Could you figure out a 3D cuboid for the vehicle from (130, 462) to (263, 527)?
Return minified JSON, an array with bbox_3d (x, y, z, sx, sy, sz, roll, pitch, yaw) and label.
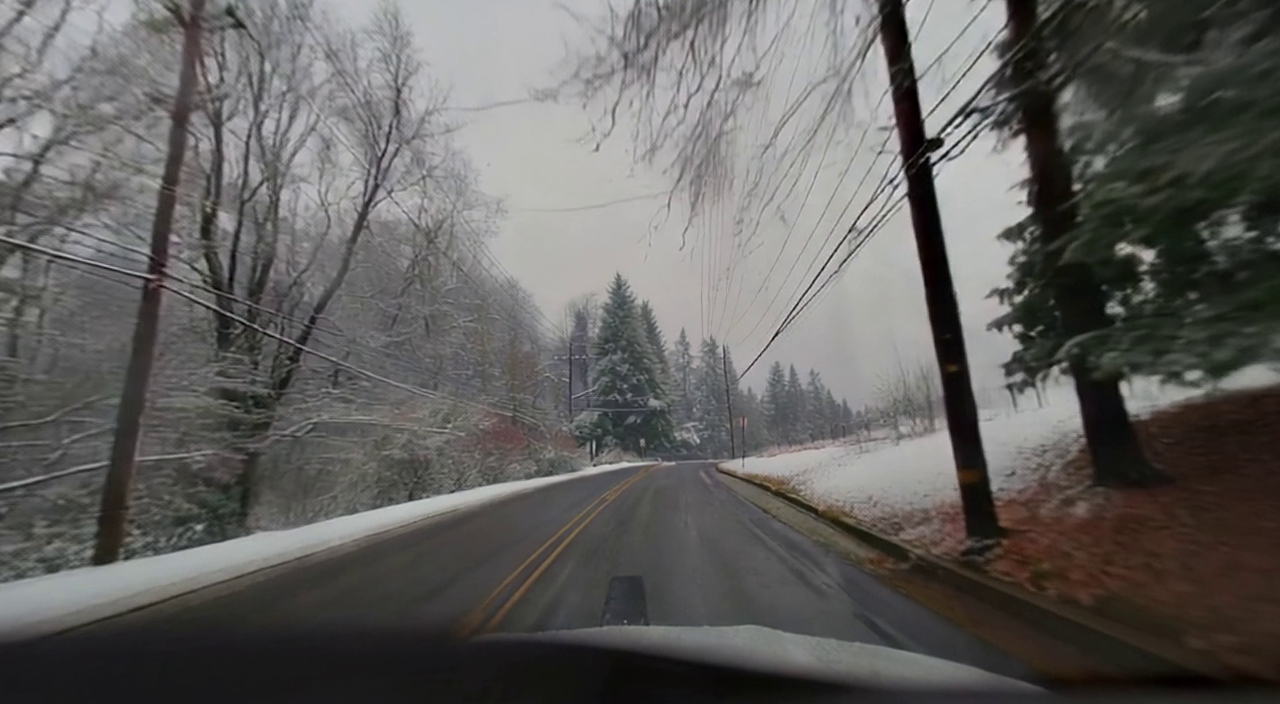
[{"bbox_3d":[-13.680,4.354,19.794,2.058,1.654,4.273,2,-9,-16],"label":"vehicle"}]
